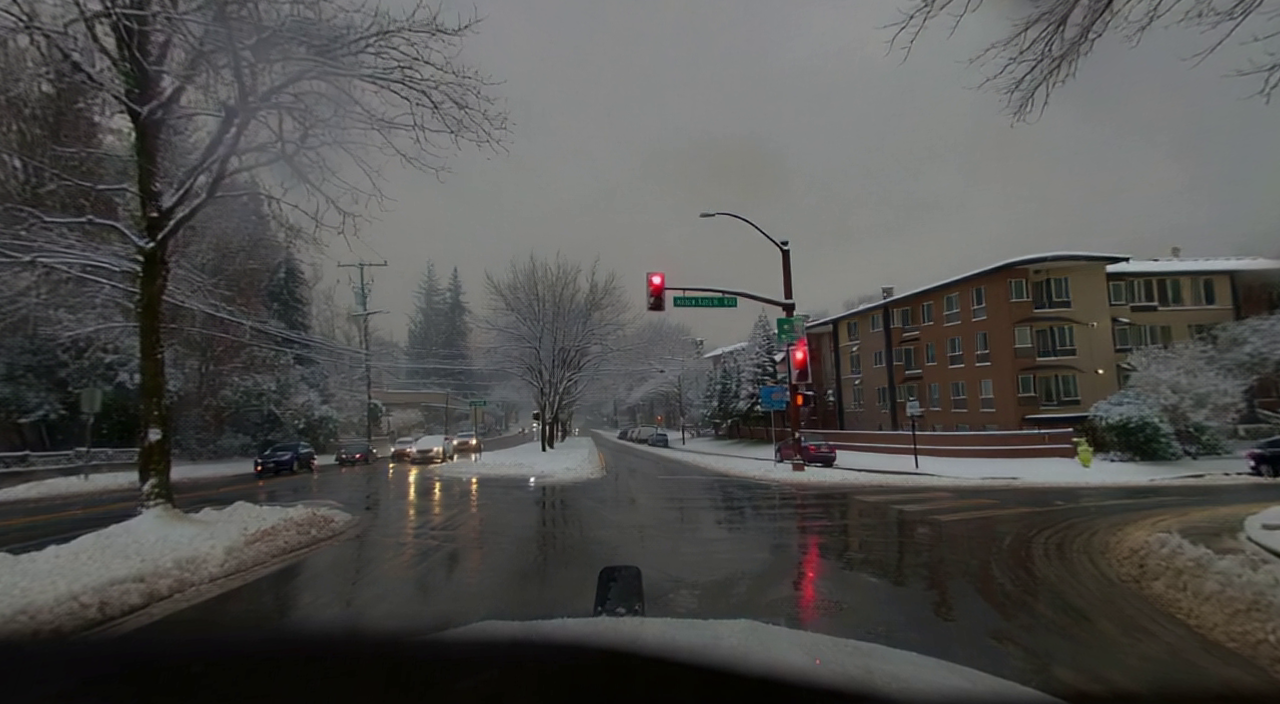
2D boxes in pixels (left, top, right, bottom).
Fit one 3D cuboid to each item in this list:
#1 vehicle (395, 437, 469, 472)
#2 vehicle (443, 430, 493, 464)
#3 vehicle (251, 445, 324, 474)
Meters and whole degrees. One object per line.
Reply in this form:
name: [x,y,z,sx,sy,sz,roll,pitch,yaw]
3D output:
vehicle: [-9.673,4.799,29.781,2.116,1.521,4.294,0,-9,-1]
vehicle: [-9.780,5.455,36.174,1.910,1.818,4.057,0,-9,-3]
vehicle: [-21.127,6.440,38.092,1.981,1.628,4.336,0,-9,-1]
